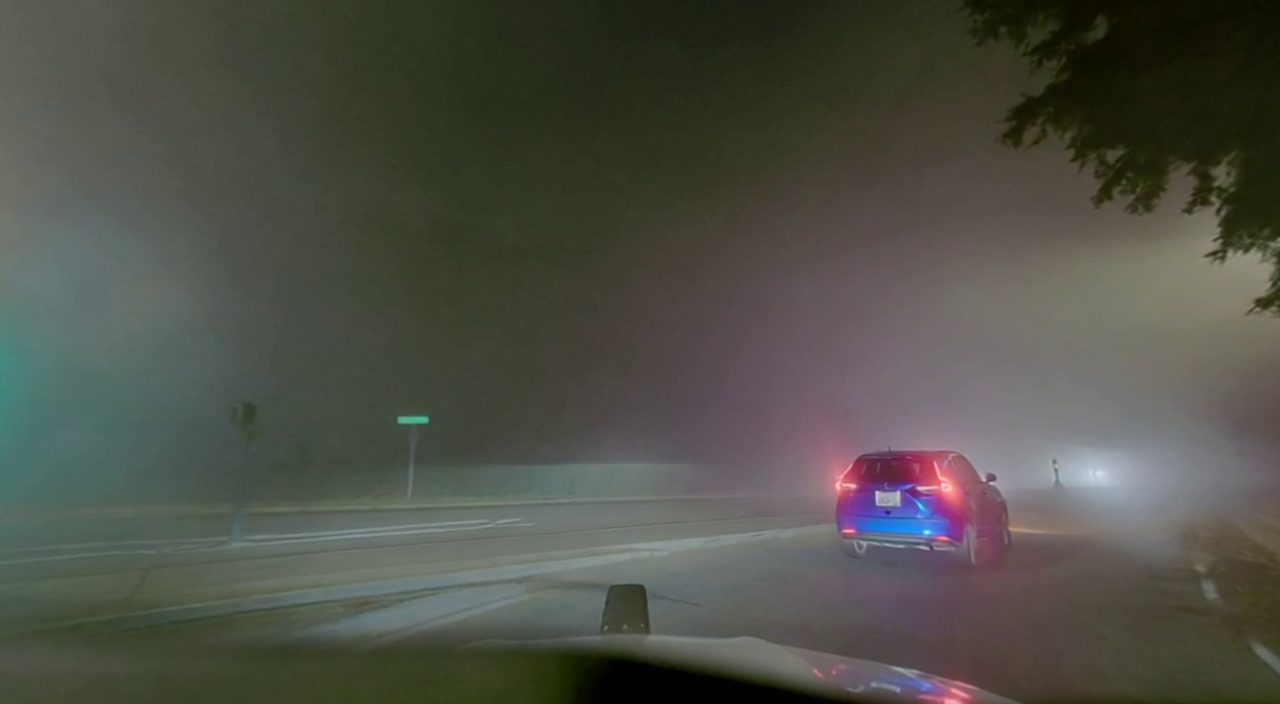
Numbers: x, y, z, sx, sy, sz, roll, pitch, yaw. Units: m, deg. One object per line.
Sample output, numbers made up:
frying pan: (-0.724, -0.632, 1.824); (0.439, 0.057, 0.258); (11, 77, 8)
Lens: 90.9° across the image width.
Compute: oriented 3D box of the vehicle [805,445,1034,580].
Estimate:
vehicle: (4.394, 2.183, 9.567); (2.148, 1.521, 4.089); (-6, -10, 38)
